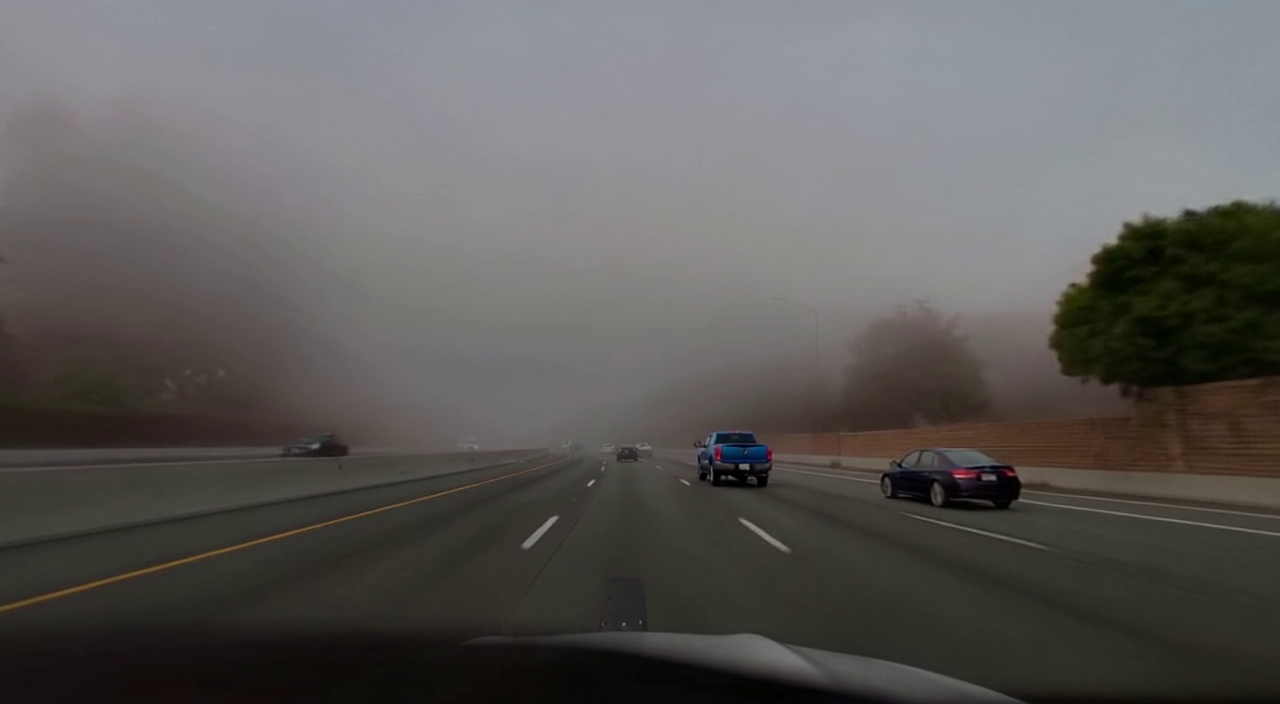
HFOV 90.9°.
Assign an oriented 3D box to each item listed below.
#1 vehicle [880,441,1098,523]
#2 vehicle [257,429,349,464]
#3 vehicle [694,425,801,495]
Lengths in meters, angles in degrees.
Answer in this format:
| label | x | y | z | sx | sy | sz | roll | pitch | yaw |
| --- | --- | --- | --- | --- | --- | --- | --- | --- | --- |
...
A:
| label | x | y | z | sx | sy | sz | roll | pitch | yaw |
| --- | --- | --- | --- | --- | --- | --- | --- | --- | --- |
| vehicle | 7.425 | 2.775 | 14.196 | 1.976 | 1.485 | 4.925 | 0 | -8 | -2 |
| vehicle | -18.280 | 5.181 | 34.555 | 2.300 | 1.752 | 5.188 | 0 | -8 | -2 |
| vehicle | 3.312 | 3.484 | 20.809 | 2.374 | 1.952 | 5.431 | 0 | -8 | -2 |
